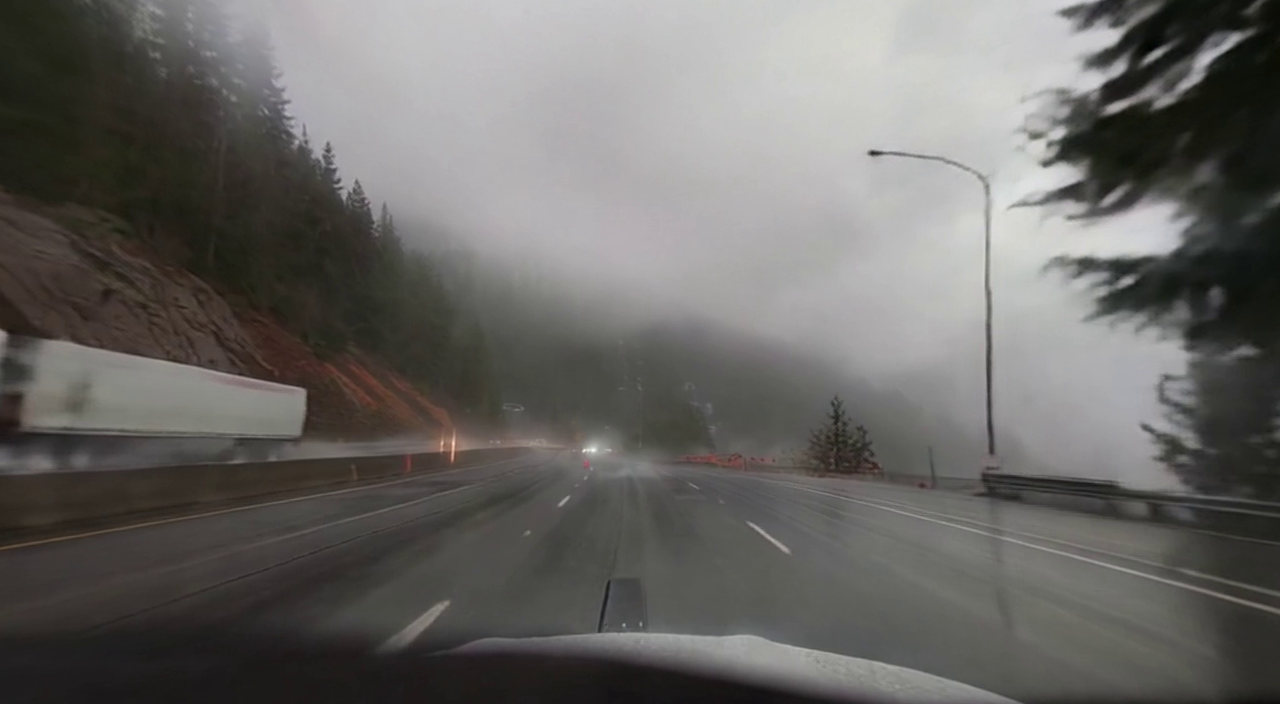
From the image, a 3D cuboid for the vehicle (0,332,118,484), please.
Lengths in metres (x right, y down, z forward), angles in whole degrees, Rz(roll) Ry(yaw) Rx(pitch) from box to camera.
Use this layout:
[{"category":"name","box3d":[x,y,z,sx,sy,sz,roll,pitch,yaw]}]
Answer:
[{"category":"vehicle","box3d":[-19.477,1.511,17.305,3.015,4.224,8.233,0,-9,0]}]

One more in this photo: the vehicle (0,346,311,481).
[{"category":"vehicle","box3d":[-19.738,3.035,27.239,2.886,4.146,15.863,0,-9,-1]}]
